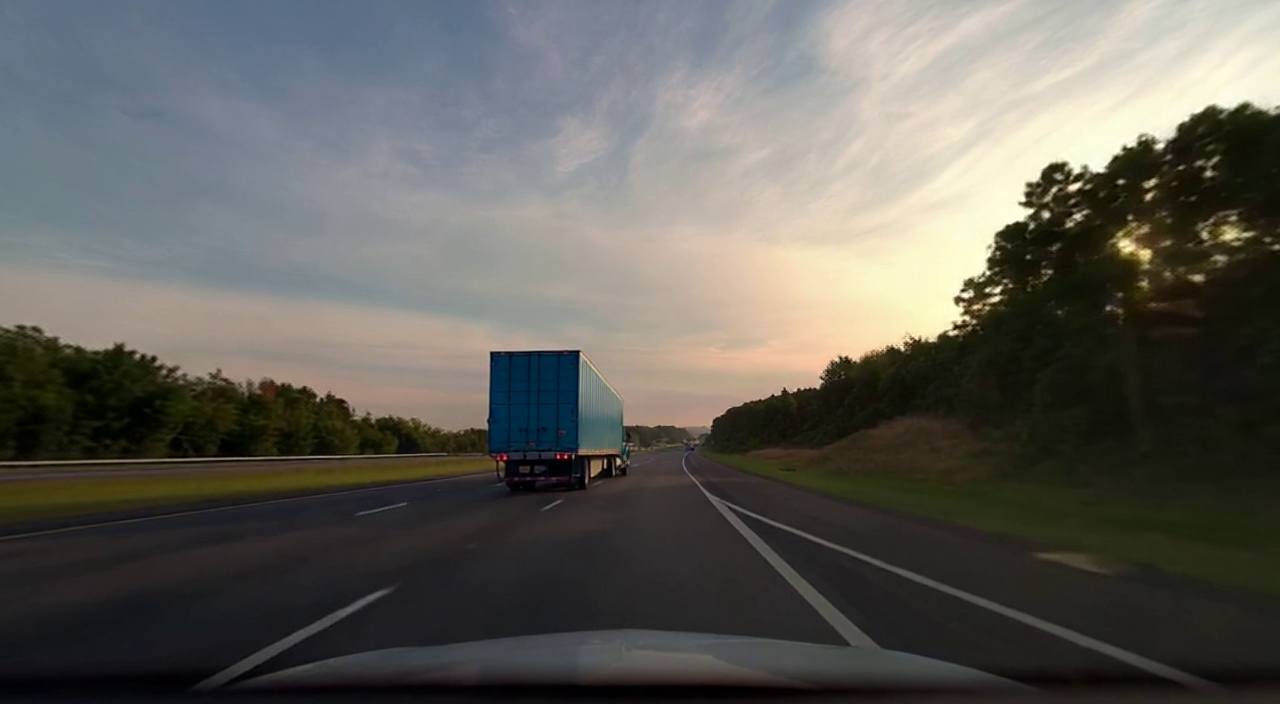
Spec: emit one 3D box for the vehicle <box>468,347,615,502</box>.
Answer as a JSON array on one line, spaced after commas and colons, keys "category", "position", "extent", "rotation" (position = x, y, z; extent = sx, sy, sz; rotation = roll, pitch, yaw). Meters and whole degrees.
[{"category": "vehicle", "position": [-2.871, 3.005, 23.932], "extent": [2.851, 4.098, 14.436], "rotation": [0, -9, 2]}]
